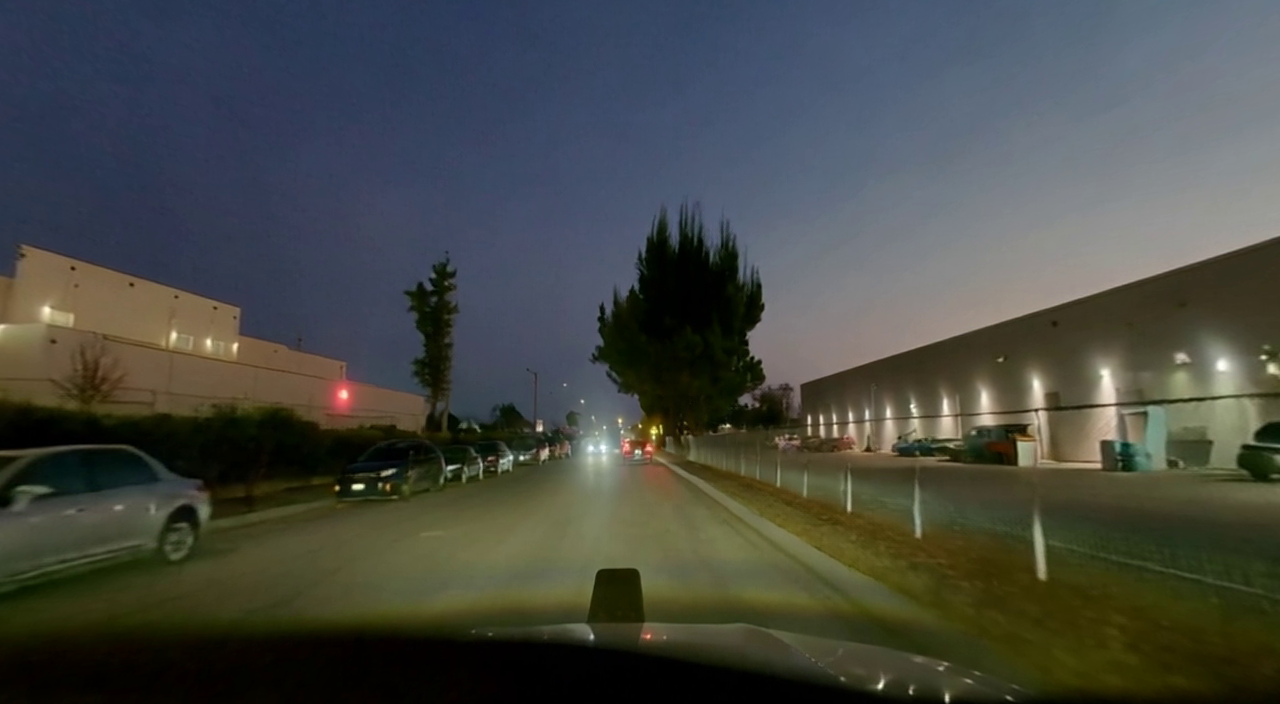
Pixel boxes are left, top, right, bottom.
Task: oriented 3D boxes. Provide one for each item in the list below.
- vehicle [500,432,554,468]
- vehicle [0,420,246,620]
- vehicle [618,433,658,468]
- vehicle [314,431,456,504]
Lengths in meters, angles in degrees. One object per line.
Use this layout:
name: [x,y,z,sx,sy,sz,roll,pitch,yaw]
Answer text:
vehicle: [-6.491,5.777,36.995,2.139,1.943,5.295,-1,-9,1]
vehicle: [-6.203,1.499,6.157,2.013,1.609,4.152,0,-8,0]
vehicle: [-0.084,5.504,35.502,2.152,1.874,4.042,0,-8,0]
vehicle: [-6.442,2.922,16.519,1.926,1.647,4.185,0,-8,0]
